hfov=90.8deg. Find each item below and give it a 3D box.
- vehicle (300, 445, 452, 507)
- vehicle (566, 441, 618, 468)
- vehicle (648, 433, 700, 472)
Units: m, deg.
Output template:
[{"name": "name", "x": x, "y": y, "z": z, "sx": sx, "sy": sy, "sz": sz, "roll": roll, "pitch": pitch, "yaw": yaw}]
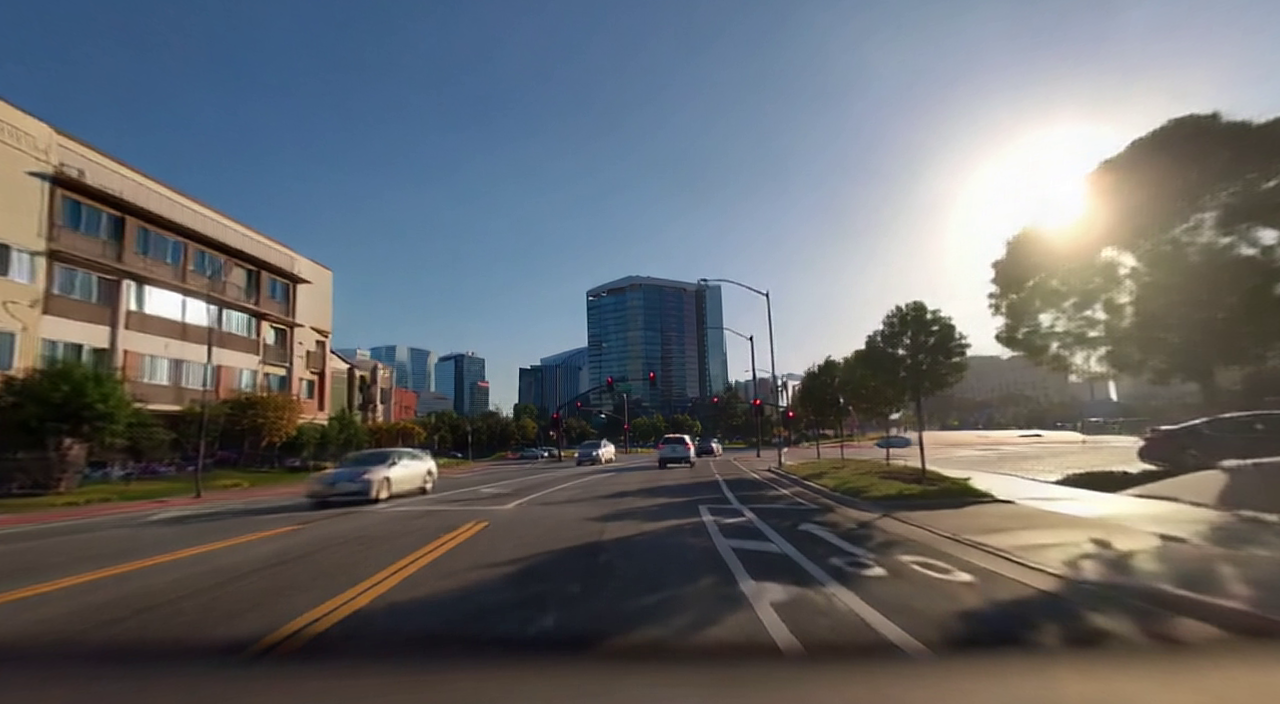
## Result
[{"name": "vehicle", "x": -7.093, "y": 3.347, "z": 17.656, "sx": 1.939, "sy": 1.484, "sz": 4.645, "roll": -1, "pitch": -8, "yaw": 5}, {"name": "vehicle", "x": -3.281, "y": 7.150, "z": 44.348, "sx": 2.183, "sy": 1.699, "sz": 4.974, "roll": -4, "pitch": -8, "yaw": 13}, {"name": "vehicle", "x": 1.801, "y": 5.063, "z": 32.111, "sx": 2.230, "sy": 1.827, "sz": 4.298, "roll": -1, "pitch": -9, "yaw": 9}]
